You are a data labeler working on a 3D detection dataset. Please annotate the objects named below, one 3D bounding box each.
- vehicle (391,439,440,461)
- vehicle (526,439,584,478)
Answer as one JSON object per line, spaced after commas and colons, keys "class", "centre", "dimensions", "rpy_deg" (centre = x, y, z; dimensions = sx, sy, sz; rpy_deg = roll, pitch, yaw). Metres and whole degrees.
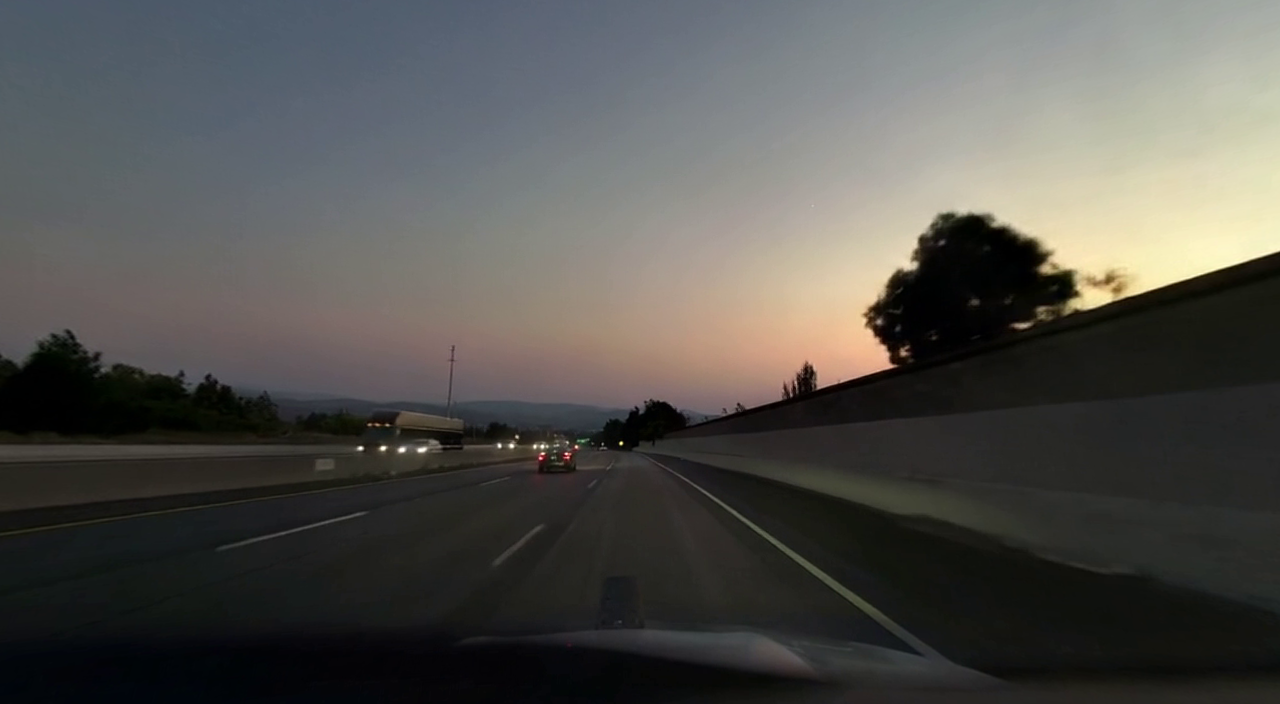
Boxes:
{"class": "vehicle", "centre": [-17.154, 7.517, 48.264], "dimensions": [2.064, 1.556, 4.548], "rpy_deg": [1, -9, 0]}
{"class": "vehicle", "centre": [-3.894, 4.970, 29.644], "dimensions": [2.133, 1.683, 4.340], "rpy_deg": [1, -9, 0]}
